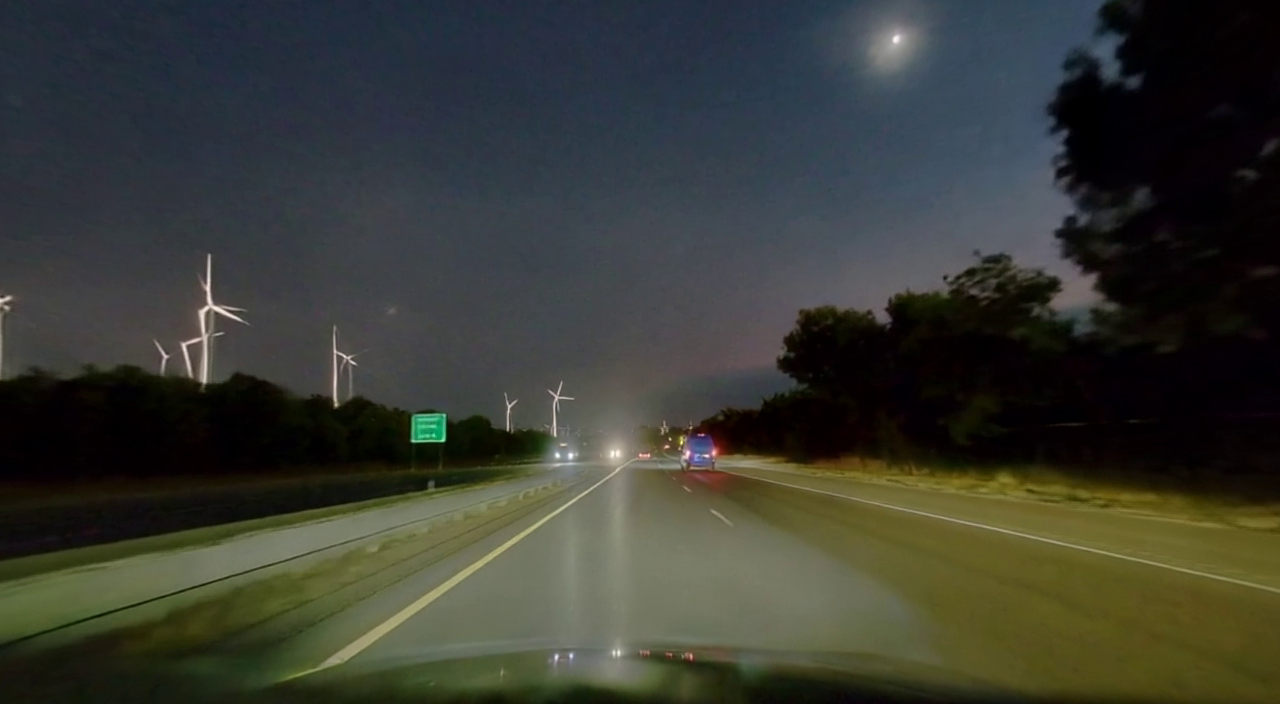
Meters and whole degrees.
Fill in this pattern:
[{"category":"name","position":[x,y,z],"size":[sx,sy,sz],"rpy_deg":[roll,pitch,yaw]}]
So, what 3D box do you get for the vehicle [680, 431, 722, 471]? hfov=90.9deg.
[{"category":"vehicle","position":[4.404,7.293,46.571],"size":[2.437,2.735,5.507],"rpy_deg":[0,-9,-1]}]
